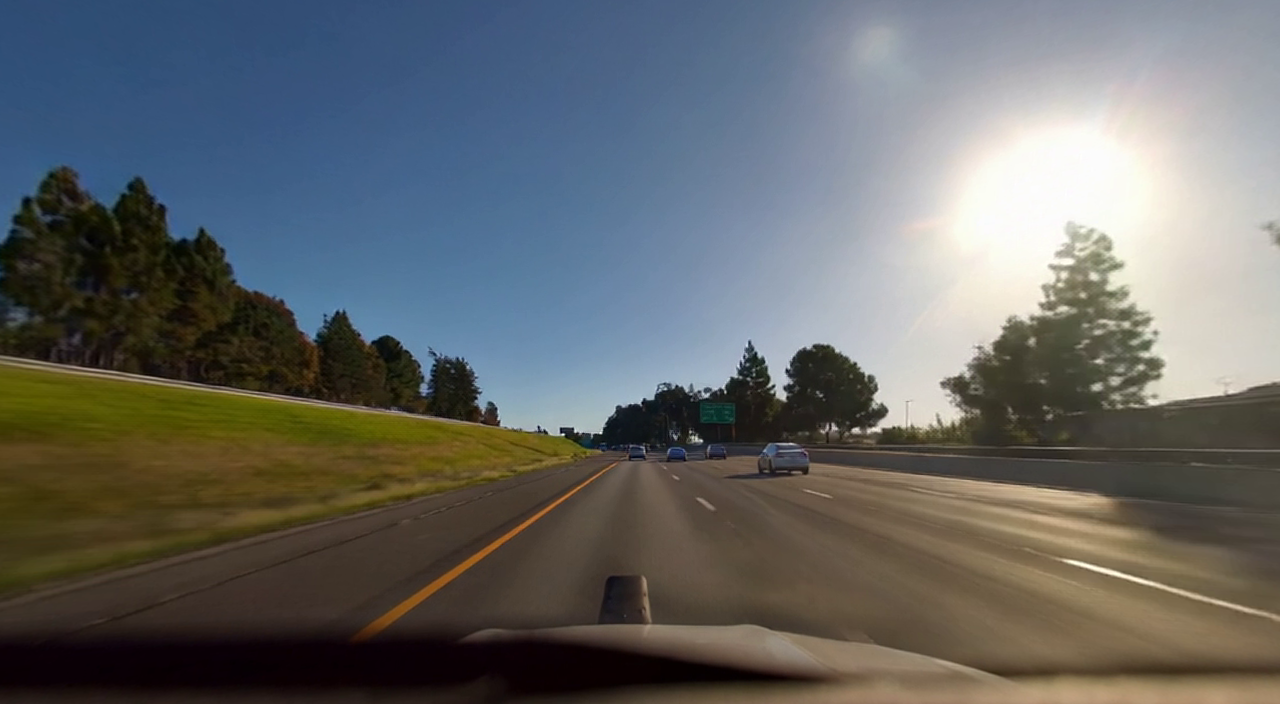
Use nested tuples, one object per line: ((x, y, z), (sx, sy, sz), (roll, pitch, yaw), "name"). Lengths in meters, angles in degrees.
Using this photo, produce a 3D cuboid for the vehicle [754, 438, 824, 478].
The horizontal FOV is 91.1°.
((6.899, 4.946, 29.626), (2.048, 1.697, 4.689), (0, -8, -1), "vehicle")
